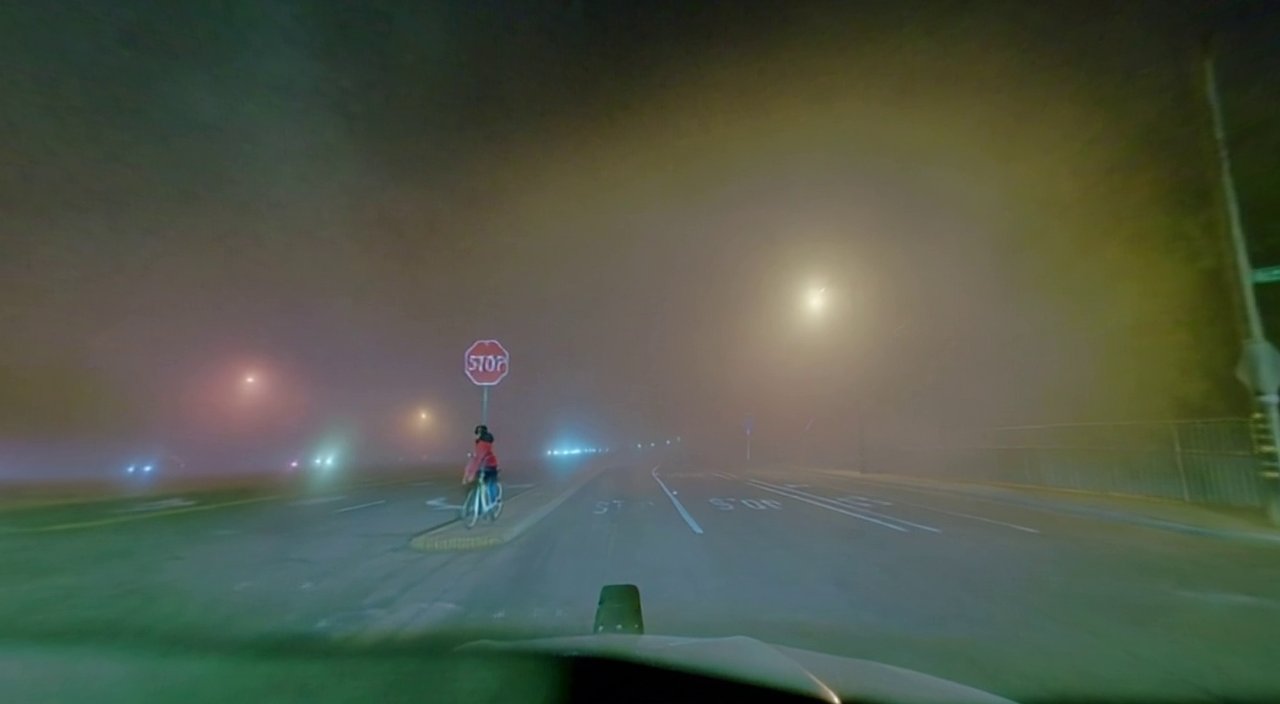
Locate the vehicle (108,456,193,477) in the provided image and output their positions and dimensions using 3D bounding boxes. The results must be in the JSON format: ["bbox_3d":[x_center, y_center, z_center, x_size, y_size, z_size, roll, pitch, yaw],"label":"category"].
[{"bbox_3d":[-33.937,7.946,43.913,4.327,1.402,1.757,0,-9,-4],"label":"vehicle"}]
